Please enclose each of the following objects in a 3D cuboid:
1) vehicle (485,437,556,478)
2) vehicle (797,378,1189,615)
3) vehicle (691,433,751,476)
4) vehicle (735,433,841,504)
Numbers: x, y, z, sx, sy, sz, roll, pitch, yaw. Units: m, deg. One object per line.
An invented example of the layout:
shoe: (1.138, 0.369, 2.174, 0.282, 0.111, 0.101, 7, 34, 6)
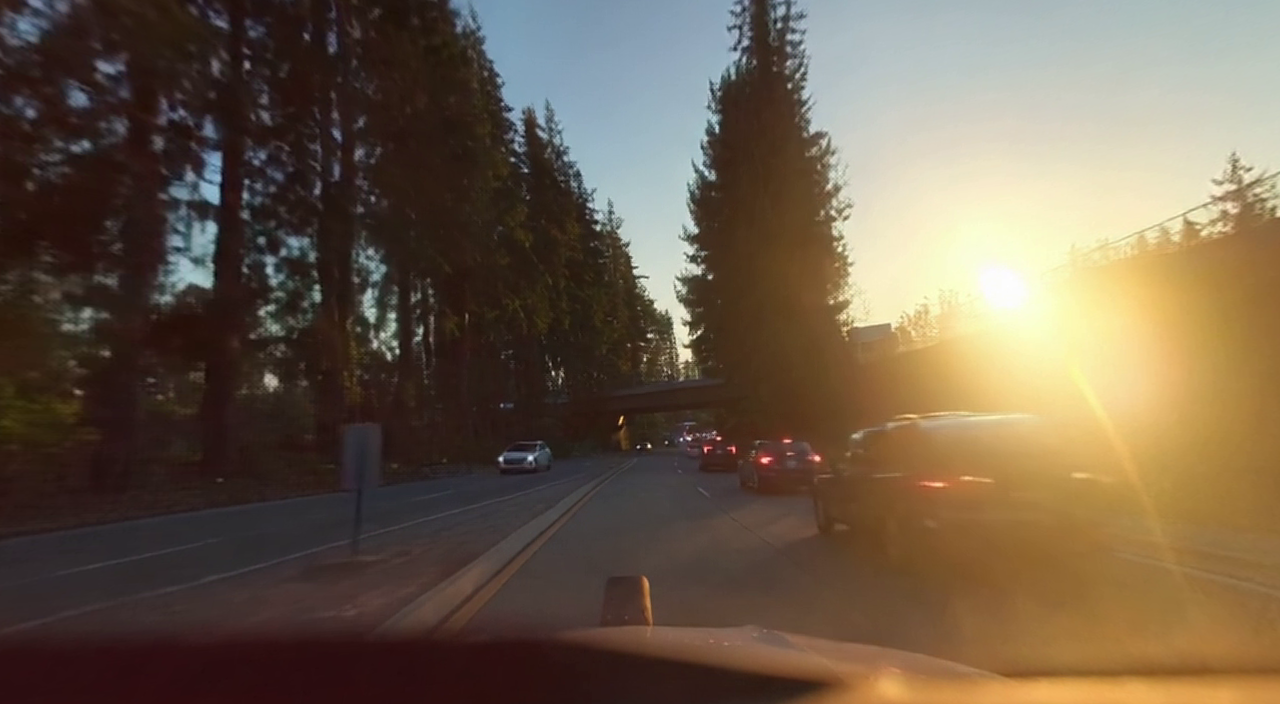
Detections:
vehicle: (-5.915, 5.290, 31.789, 2.089, 1.860, 4.704, -2, -9, 8)
vehicle: (3.396, 1.493, 7.382, 1.985, 1.895, 4.496, 0, -9, 1)
vehicle: (3.874, 5.033, 31.088, 2.273, 1.944, 4.866, 0, -9, 0)
vehicle: (3.892, 3.143, 17.419, 1.938, 1.710, 4.249, 0, -9, 1)
